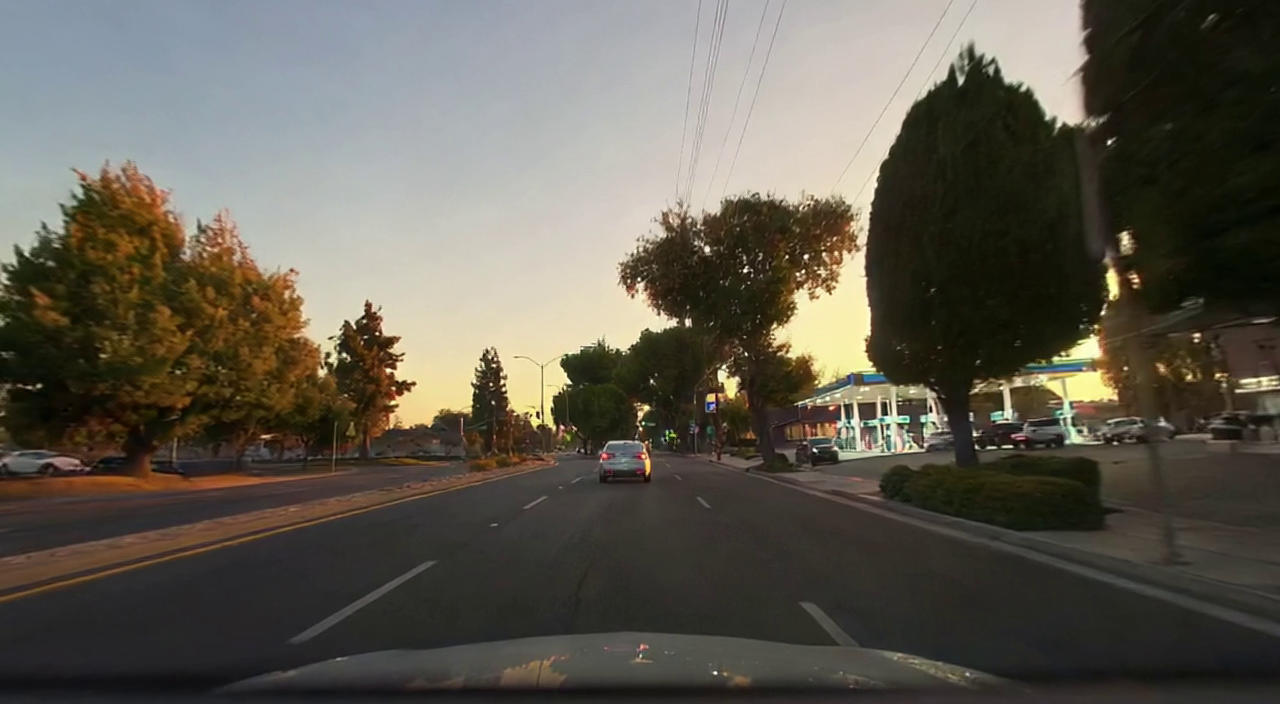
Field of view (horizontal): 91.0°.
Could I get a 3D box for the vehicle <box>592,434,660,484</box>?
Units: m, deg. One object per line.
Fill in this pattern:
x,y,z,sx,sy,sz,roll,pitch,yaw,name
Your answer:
-0.410,3.585,21.411,2.062,1.519,4.214,0,-8,0,vehicle

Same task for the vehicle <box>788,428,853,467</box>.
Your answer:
9.272,4.957,32.720,2.083,1.882,4.674,0,-8,1,vehicle
